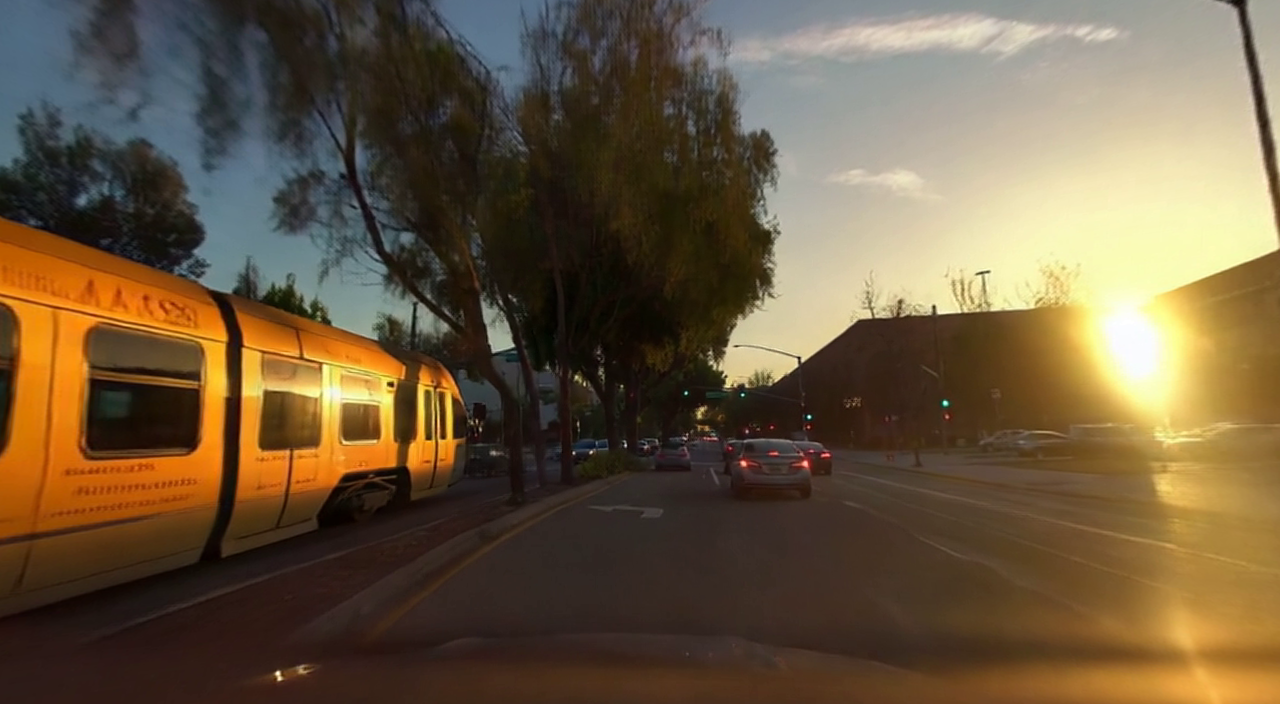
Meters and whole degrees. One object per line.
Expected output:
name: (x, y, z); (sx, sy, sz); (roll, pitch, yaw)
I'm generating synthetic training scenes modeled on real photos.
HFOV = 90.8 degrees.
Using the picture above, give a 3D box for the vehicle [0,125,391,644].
vehicle: (-6.166, 0.089, 3.443); (2.897, 3.700, 13.528); (-1, -7, 6)

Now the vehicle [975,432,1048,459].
vehicle: (21.290, 5.383, 36.436); (1.796, 1.434, 4.504); (-1, -8, 5)

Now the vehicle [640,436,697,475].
vehicle: (1.249, 4.234, 26.143); (2.118, 1.478, 4.076); (-1, -8, 6)

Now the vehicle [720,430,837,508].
vehicle: (2.915, 2.562, 14.295); (2.002, 1.471, 4.337); (-1, -8, 5)

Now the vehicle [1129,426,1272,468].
vehicle: (22.422, 3.801, 25.574); (1.825, 1.462, 4.764); (-3, -8, 7)

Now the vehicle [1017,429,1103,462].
vehicle: (20.798, 4.642, 31.471); (1.831, 1.545, 3.872); (-1, -8, 5)
